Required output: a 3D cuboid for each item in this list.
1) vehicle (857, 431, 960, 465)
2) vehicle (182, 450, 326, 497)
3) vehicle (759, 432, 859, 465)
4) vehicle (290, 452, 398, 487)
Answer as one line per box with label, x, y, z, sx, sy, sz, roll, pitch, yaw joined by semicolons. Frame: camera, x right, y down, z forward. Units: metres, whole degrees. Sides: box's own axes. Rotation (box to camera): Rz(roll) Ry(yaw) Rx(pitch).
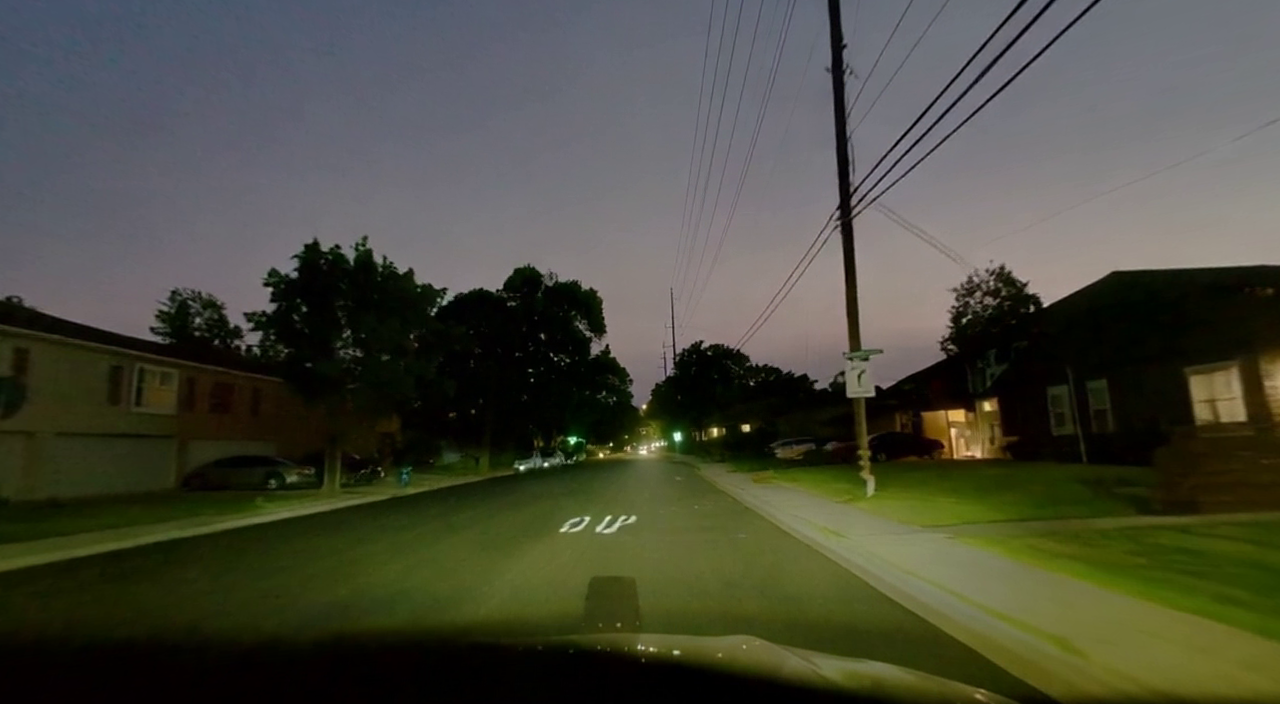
vehicle;13.012;4.687;30.797;4.122;1.610;1.888;0;-9;2
vehicle;-15.127;4.733;24.887;4.500;1.714;1.924;-1;-9;7
vehicle;9.346;5.364;35.267;4.952;1.775;2.089;0;-8;0
vehicle;-14.220;5.638;30.512;4.260;1.588;1.927;-1;-9;5
